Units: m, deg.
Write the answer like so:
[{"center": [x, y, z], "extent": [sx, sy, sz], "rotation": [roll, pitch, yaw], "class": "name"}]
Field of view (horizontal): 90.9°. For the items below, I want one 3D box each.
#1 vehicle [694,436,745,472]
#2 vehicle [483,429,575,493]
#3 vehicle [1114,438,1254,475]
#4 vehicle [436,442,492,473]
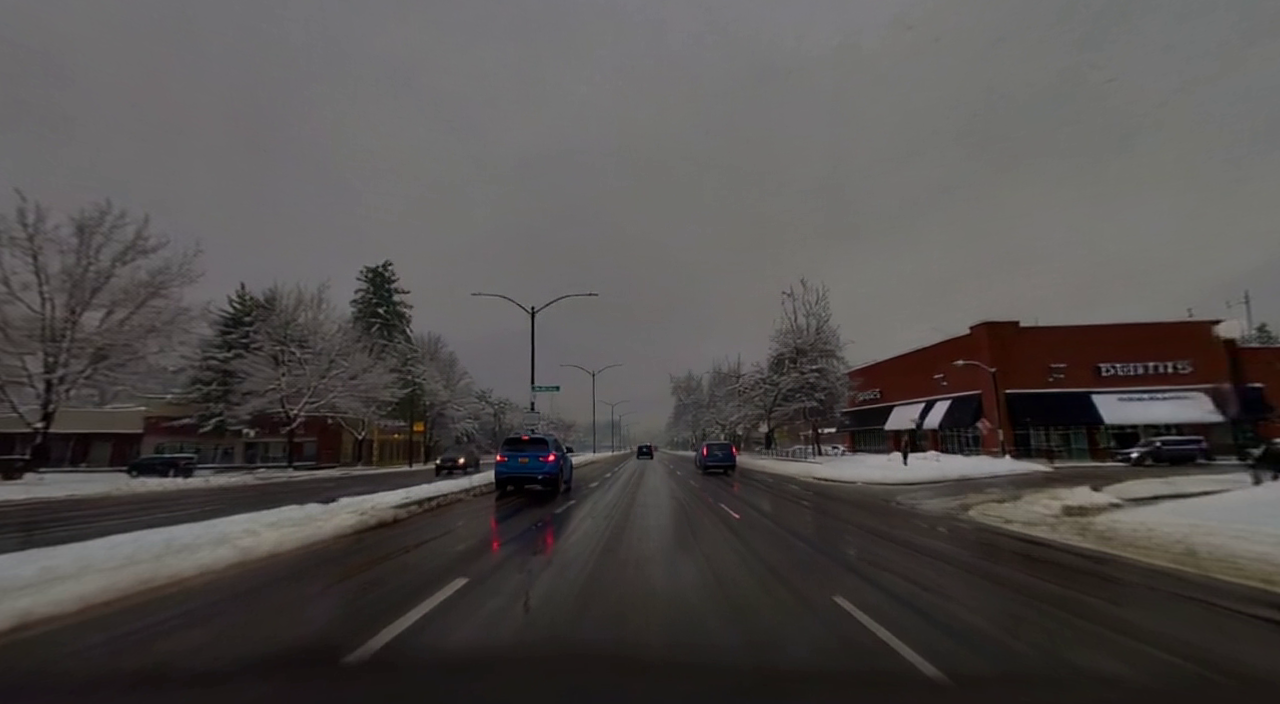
[{"center": [4.145, 5.396, 33.464], "extent": [2.083, 1.779, 4.347], "rotation": [0, -9, -1], "class": "vehicle"}, {"center": [-3.387, 3.429, 20.173], "extent": [2.047, 1.810, 4.414], "rotation": [0, -9, 1], "class": "vehicle"}, {"center": [30.151, 5.804, 35.243], "extent": [2.274, 1.901, 5.570], "rotation": [2, -9, -11], "class": "vehicle"}, {"center": [-10.602, 6.347, 38.283], "extent": [2.098, 1.749, 4.584], "rotation": [0, -8, -1], "class": "vehicle"}]
